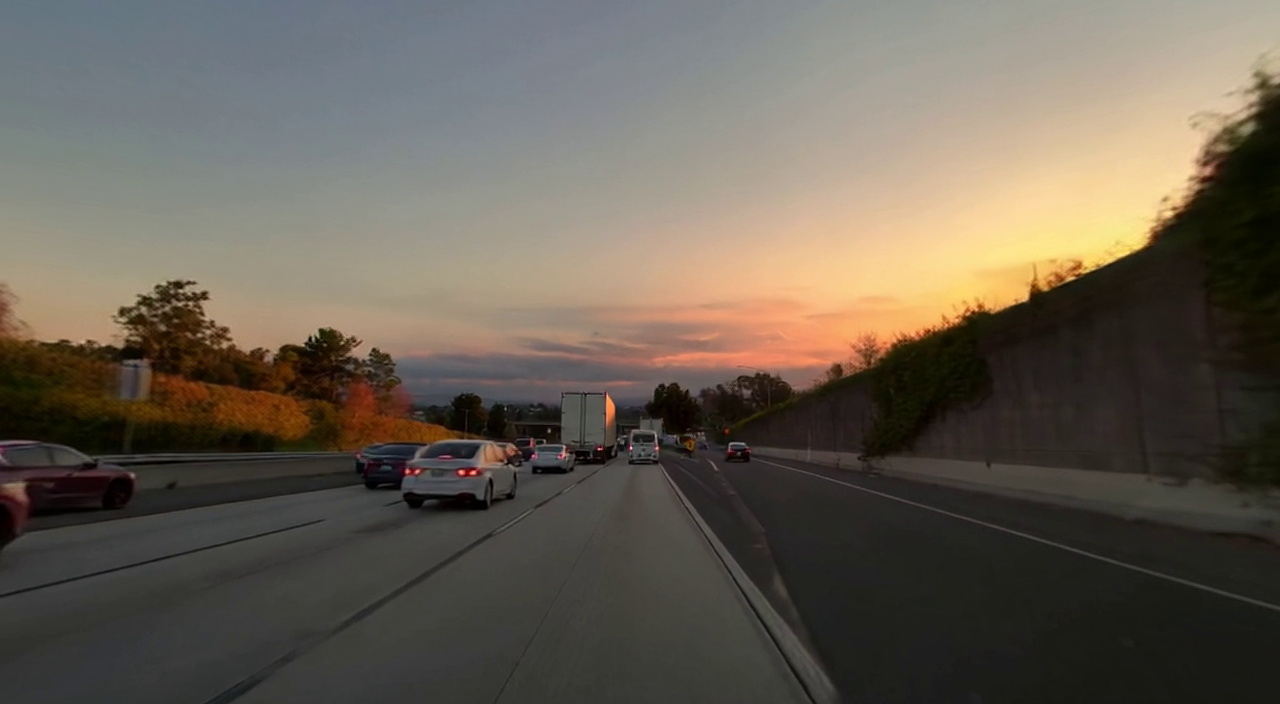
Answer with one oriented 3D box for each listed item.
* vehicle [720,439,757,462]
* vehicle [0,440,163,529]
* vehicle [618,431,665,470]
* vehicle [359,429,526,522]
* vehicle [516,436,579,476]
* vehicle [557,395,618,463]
[{"bbox_3d":[6.721,6.779,43.374,2.176,1.493,3.955,-1,-8,4],"label":"vehicle"},{"bbox_3d":[-11.750,2.403,11.829,1.997,1.477,4.546,0,-8,1],"label":"vehicle"},{"bbox_3d":[0.087,5.193,33.365,2.325,1.864,4.128,0,-8,1],"label":"vehicle"},{"bbox_3d":[-3.795,2.448,13.103,1.866,1.568,4.603,0,-8,2],"label":"vehicle"},{"bbox_3d":[-4.025,4.594,28.012,2.124,1.627,3.863,0,-8,1],"label":"vehicle"},{"bbox_3d":[-3.712,6.304,49.589,3.348,4.469,16.443,0,-9,0],"label":"vehicle"}]
